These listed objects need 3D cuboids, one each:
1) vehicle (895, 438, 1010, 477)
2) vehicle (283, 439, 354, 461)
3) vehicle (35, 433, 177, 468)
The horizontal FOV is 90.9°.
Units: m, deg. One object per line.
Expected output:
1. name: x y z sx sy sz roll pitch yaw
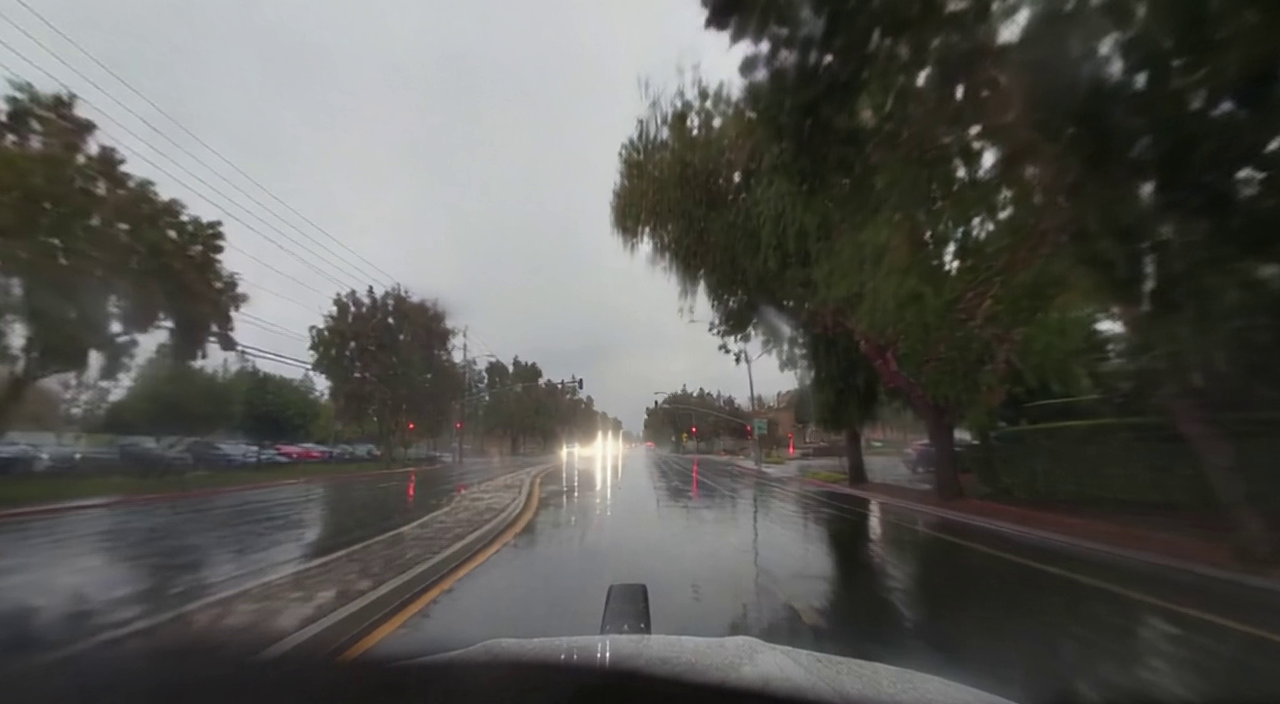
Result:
1. vehicle: 14.329 4.832 29.008 4.276 1.703 2.088 2 -10 -14
2. vehicle: -23.488 7.169 46.145 4.116 1.548 1.923 0 -8 0
3. vehicle: -22.764 4.187 26.982 4.265 1.393 2.071 0 -8 3
